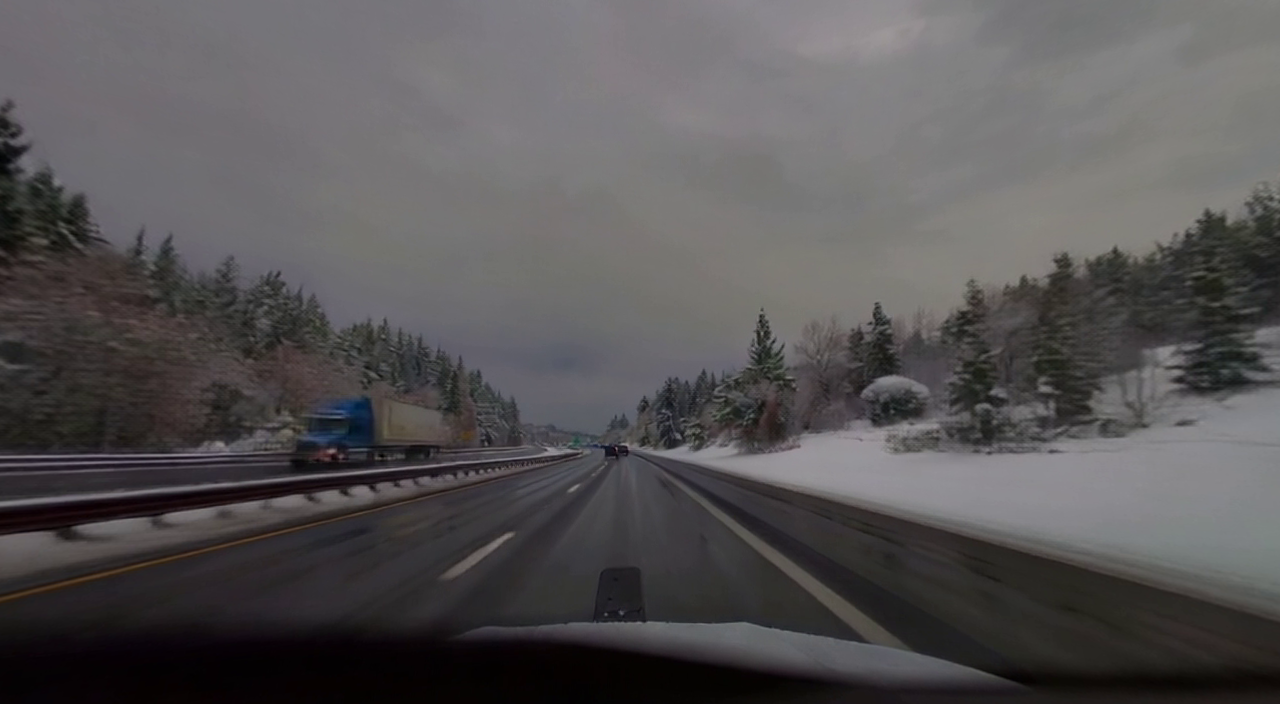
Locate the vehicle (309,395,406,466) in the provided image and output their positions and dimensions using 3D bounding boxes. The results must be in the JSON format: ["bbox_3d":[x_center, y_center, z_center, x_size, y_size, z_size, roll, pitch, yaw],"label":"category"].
[{"bbox_3d":[-17.005,4.910,38.525,2.992,3.936,6.525,0,-9,-2],"label":"vehicle"}]
